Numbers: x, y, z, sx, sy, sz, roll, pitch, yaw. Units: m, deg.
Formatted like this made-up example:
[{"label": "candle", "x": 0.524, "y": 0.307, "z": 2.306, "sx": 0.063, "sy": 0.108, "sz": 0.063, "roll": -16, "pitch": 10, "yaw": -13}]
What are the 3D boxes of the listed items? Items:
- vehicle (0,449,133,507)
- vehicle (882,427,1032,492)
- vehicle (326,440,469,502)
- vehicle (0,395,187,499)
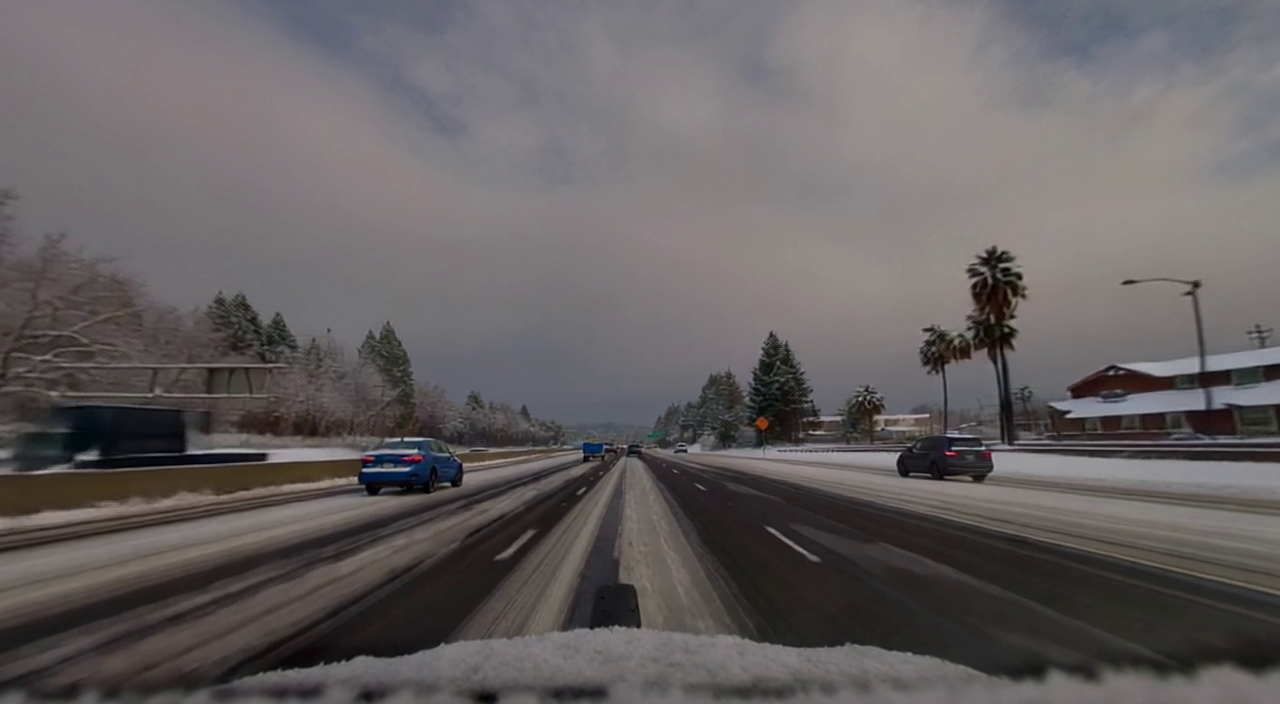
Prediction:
[{"label": "vehicle", "x": -17.490, "y": 3.539, "z": 18.134, "sx": 1.955, "sy": 1.494, "sz": 4.733, "roll": 0, "pitch": -9, "yaw": 0}, {"label": "vehicle", "x": 9.662, "y": 3.334, "z": 19.797, "sx": 2.168, "sy": 1.792, "sz": 4.457, "roll": 0, "pitch": -9, "yaw": -3}, {"label": "vehicle", "x": -6.552, "y": 3.269, "z": 17.833, "sx": 2.018, "sy": 1.480, "sz": 4.999, "roll": 0, "pitch": -9, "yaw": 1}, {"label": "vehicle", "x": -21.581, "y": 3.585, "z": 23.562, "sx": 3.068, "sy": 3.193, "sz": 8.494, "roll": 0, "pitch": -9, "yaw": -1}]
